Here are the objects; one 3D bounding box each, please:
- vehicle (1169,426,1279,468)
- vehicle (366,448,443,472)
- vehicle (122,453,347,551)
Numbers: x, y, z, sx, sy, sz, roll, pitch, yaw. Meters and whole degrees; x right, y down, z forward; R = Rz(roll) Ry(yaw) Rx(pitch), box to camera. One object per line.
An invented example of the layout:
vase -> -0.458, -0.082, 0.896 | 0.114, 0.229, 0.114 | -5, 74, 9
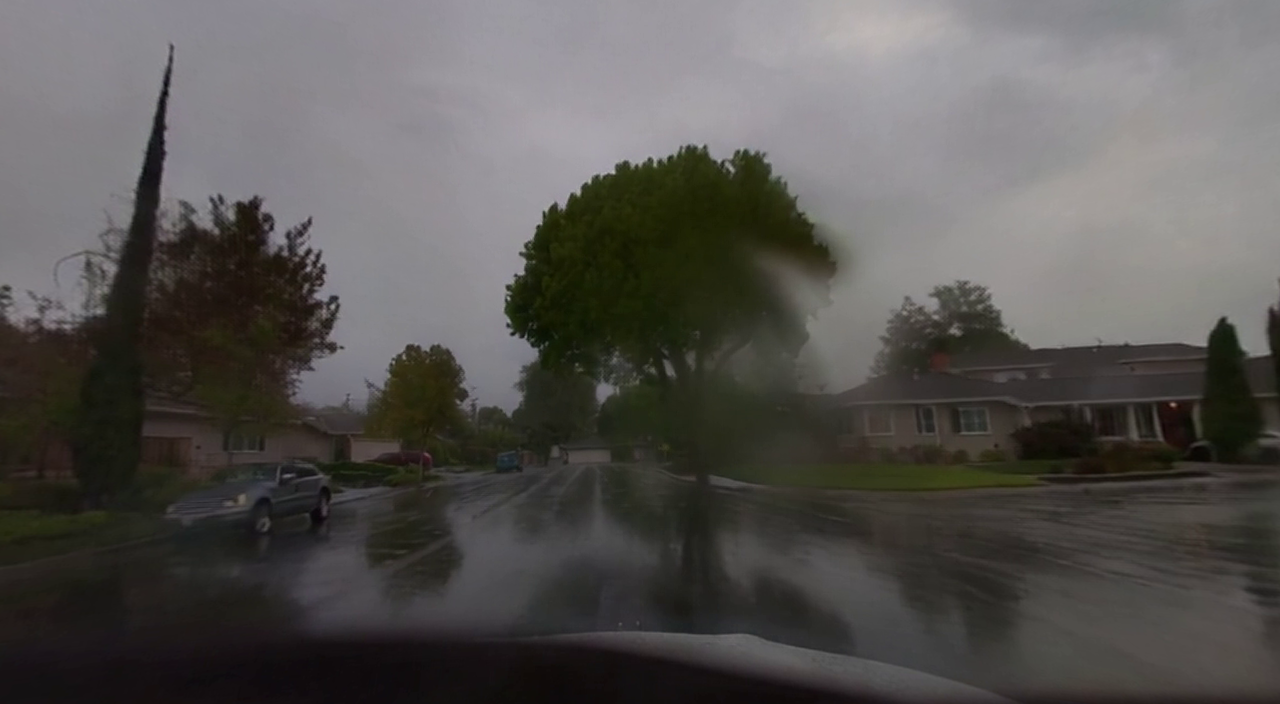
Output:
vehicle -> 23.158, 3.545, 23.511 | 1.932, 1.464, 5.044 | 1, -9, -8
vehicle -> -17.215, 7.932, 46.138 | 4.850, 1.676, 1.920 | 0, -9, -1
vehicle -> -7.765, 2.858, 12.690 | 1.938, 1.499, 4.290 | -3, -9, -4
